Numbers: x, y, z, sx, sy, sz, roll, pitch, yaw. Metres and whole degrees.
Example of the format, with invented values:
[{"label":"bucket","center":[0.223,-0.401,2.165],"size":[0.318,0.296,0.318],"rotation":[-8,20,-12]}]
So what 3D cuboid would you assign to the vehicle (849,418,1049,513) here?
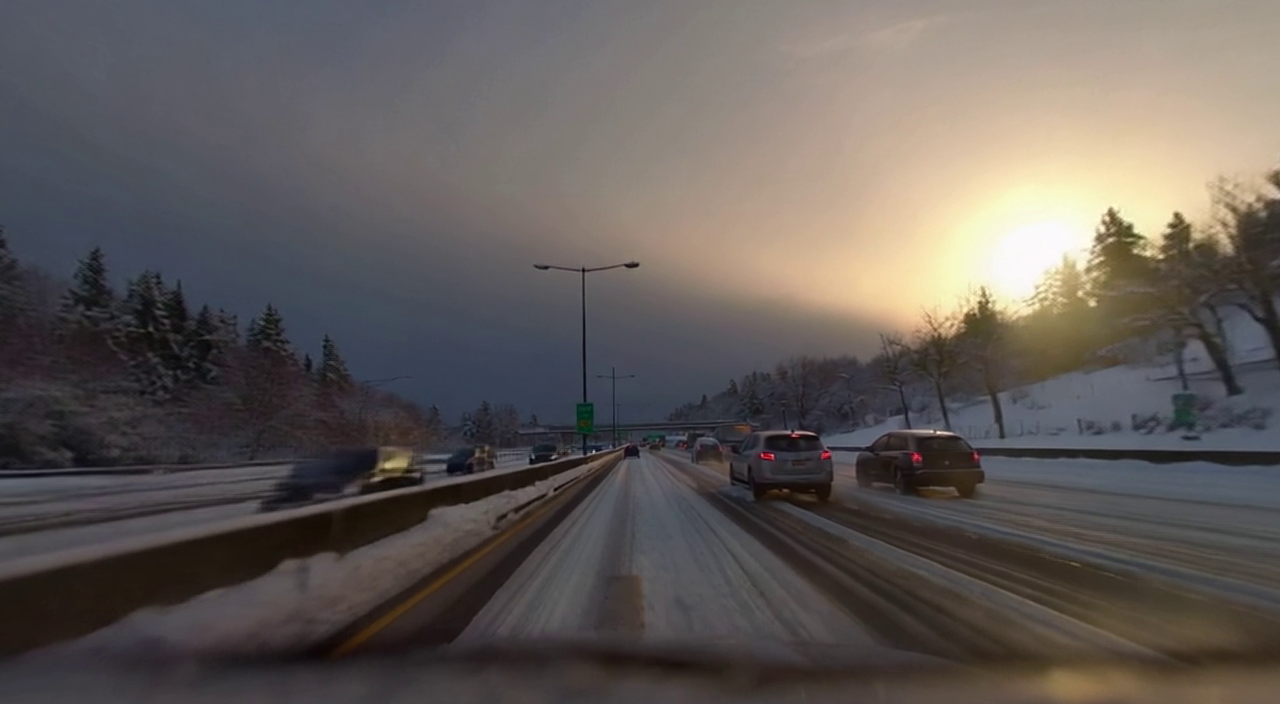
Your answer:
[{"label":"vehicle","center":[6.746,2.548,14.609],"size":[2.040,1.801,4.959],"rotation":[0,-9,-1]}]

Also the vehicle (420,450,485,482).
[{"label":"vehicle","center":[-9.457,5.766,32.249],"size":[2.020,1.494,4.353],"rotation":[0,-9,0]}]

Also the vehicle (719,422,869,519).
[{"label":"vehicle","center":[3.023,2.435,13.474],"size":[2.059,1.711,4.302],"rotation":[0,-9,0]}]

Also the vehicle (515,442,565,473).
[{"label":"vehicle","center":[-5.723,6.103,36.688],"size":[2.184,1.638,4.522],"rotation":[0,-9,0]}]

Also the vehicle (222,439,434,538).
[{"label":"vehicle","center":[-5.690,2.506,12.256],"size":[1.948,1.554,4.122],"rotation":[0,-9,1]}]

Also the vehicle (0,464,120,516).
[{"label":"vehicle","center":[-20.678,4.637,21.529],"size":[1.848,1.472,4.758],"rotation":[0,-9,0]}]
